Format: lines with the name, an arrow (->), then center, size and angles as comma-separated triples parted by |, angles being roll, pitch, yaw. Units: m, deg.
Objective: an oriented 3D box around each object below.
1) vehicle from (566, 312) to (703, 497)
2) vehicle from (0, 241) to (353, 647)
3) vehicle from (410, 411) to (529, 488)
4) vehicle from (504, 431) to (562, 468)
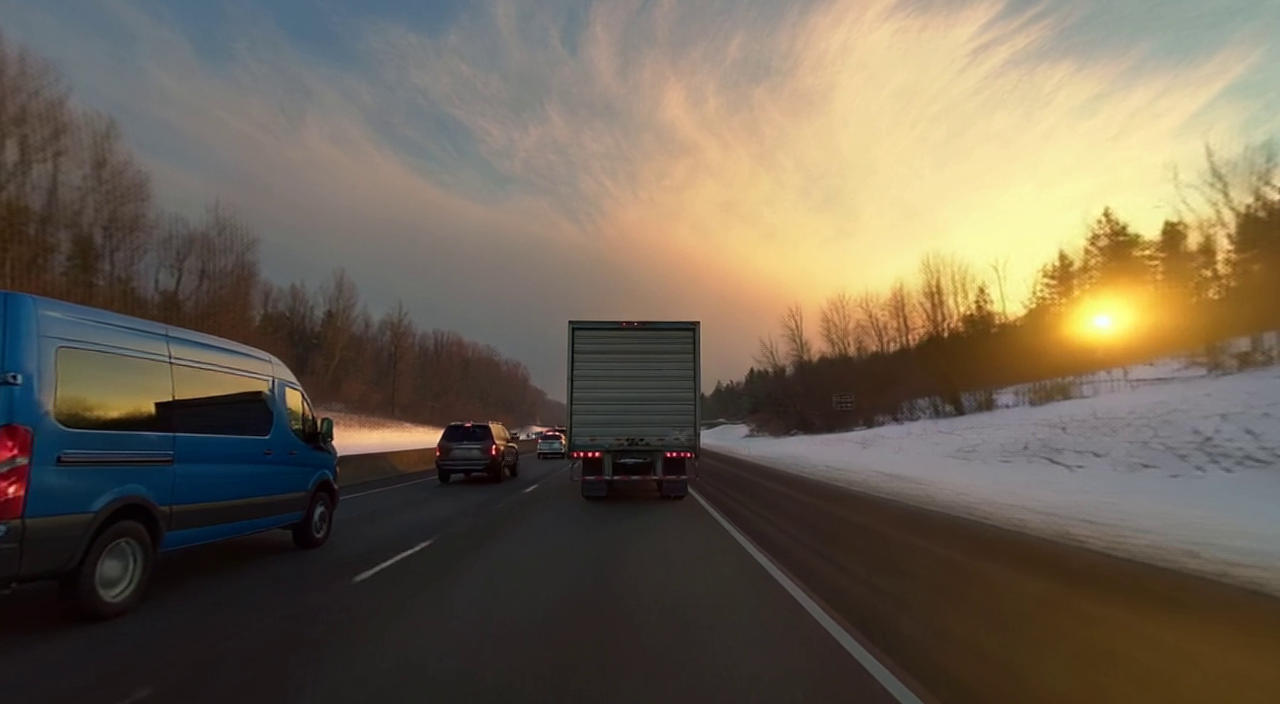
vehicle -> -0.196, 1.788, 18.790 | 2.953, 4.041, 10.072 | 0, -8, -1
vehicle -> -5.262, 0.857, 5.995 | 2.478, 2.515, 5.438 | 0, -8, -1
vehicle -> -4.880, 2.887, 18.927 | 2.168, 1.985, 4.952 | 0, -8, 0
vehicle -> -4.856, 4.478, 29.179 | 1.931, 1.539, 4.441 | 0, -8, 0
